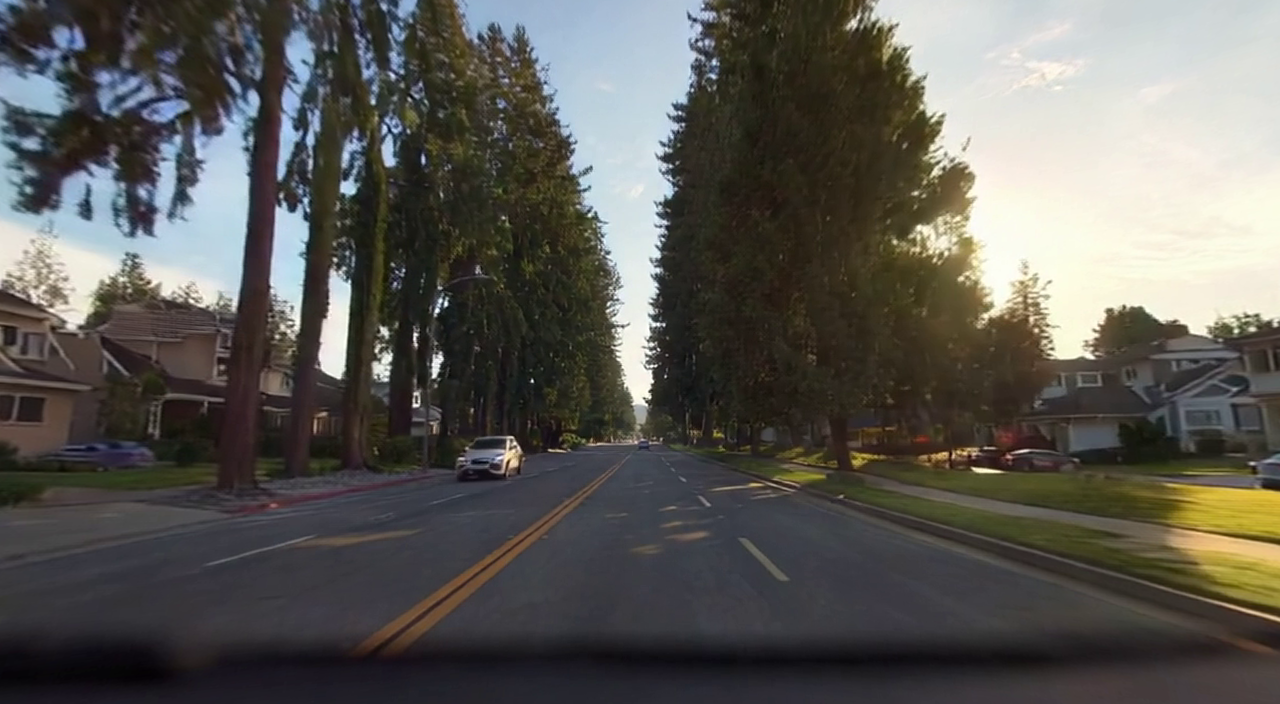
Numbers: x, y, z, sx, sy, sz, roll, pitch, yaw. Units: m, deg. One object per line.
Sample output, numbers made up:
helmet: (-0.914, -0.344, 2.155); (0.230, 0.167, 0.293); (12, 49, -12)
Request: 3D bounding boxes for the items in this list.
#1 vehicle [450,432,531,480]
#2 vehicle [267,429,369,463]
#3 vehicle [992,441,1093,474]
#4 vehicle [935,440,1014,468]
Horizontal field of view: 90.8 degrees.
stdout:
vehicle: (-6.120, 4.318, 26.502); (2.108, 1.793, 4.864); (0, -8, 1)
vehicle: (-16.191, 4.757, 31.930); (4.045, 1.622, 1.983); (-1, -8, 4)
vehicle: (19.040, 4.994, 30.169); (1.773, 1.463, 4.486); (0, -8, -1)
vehicle: (18.918, 5.762, 35.971); (1.946, 1.459, 4.489); (0, -8, -1)
